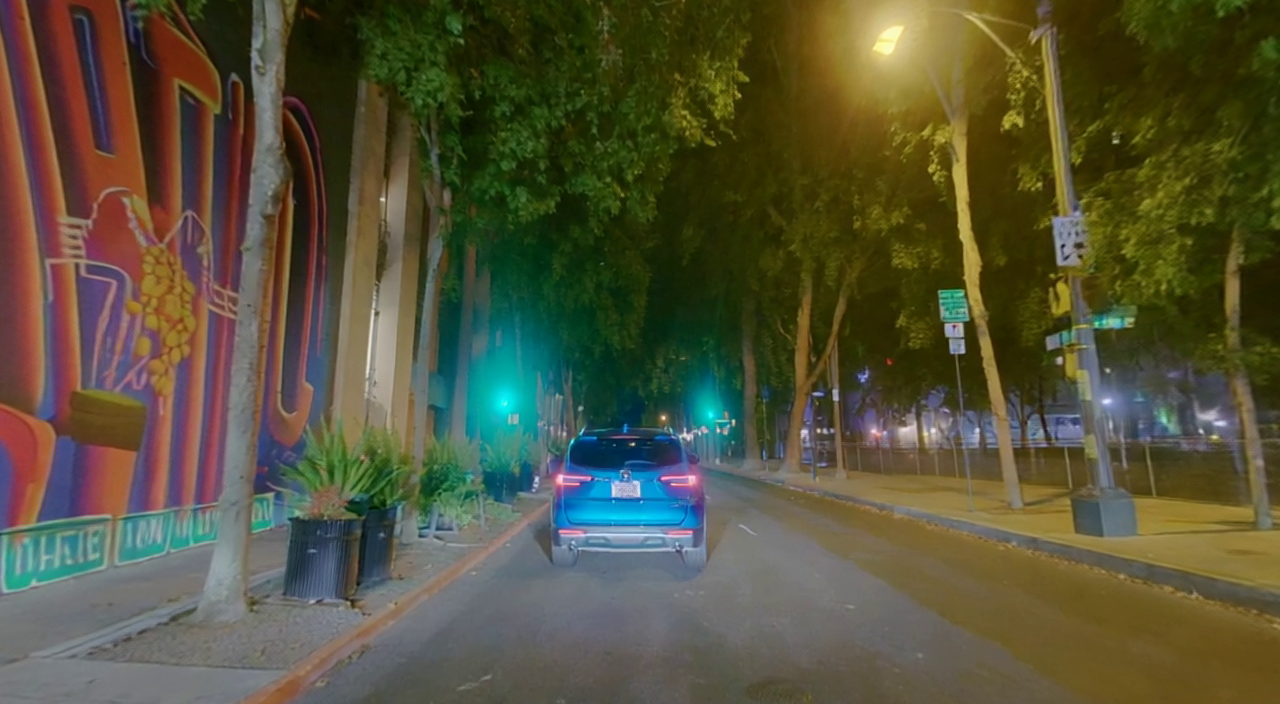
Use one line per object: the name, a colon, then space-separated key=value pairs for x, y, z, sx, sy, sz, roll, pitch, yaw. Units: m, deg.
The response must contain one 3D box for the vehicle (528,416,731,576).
vehicle: x=-0.130 y=1.766 z=8.470 sx=2.079 sy=1.621 sz=3.861 roll=0 pitch=-8 yaw=-1
